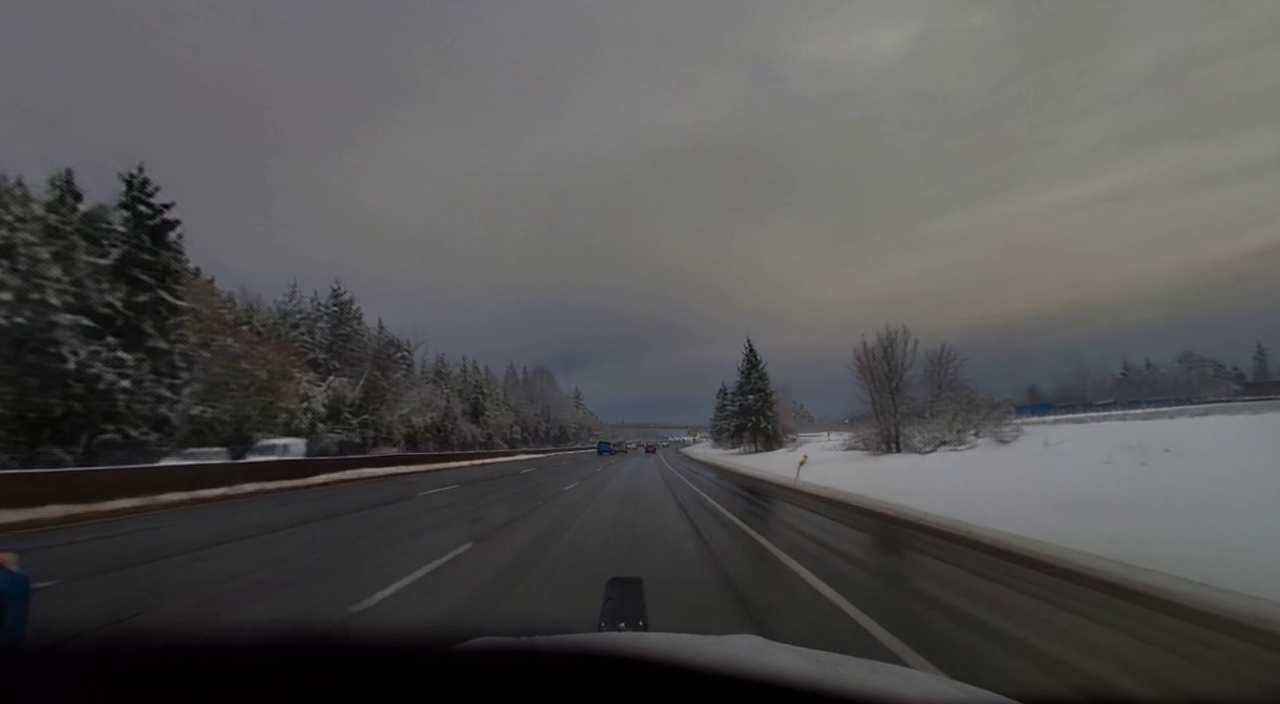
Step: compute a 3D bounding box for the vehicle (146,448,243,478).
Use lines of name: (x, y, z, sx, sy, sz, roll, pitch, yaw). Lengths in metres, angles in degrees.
vehicle: (-23.345, 5.795, 33.241, 1.797, 1.453, 4.452, 0, -8, 1)

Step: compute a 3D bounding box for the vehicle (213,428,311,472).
vehicle: (-23.236, 6.057, 39.049, 2.406, 2.510, 5.519, -1, -8, 3)

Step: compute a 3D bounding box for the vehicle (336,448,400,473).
vehicle: (-16.343, 6.512, 38.016, 1.820, 1.389, 4.298, 0, -8, 2)
